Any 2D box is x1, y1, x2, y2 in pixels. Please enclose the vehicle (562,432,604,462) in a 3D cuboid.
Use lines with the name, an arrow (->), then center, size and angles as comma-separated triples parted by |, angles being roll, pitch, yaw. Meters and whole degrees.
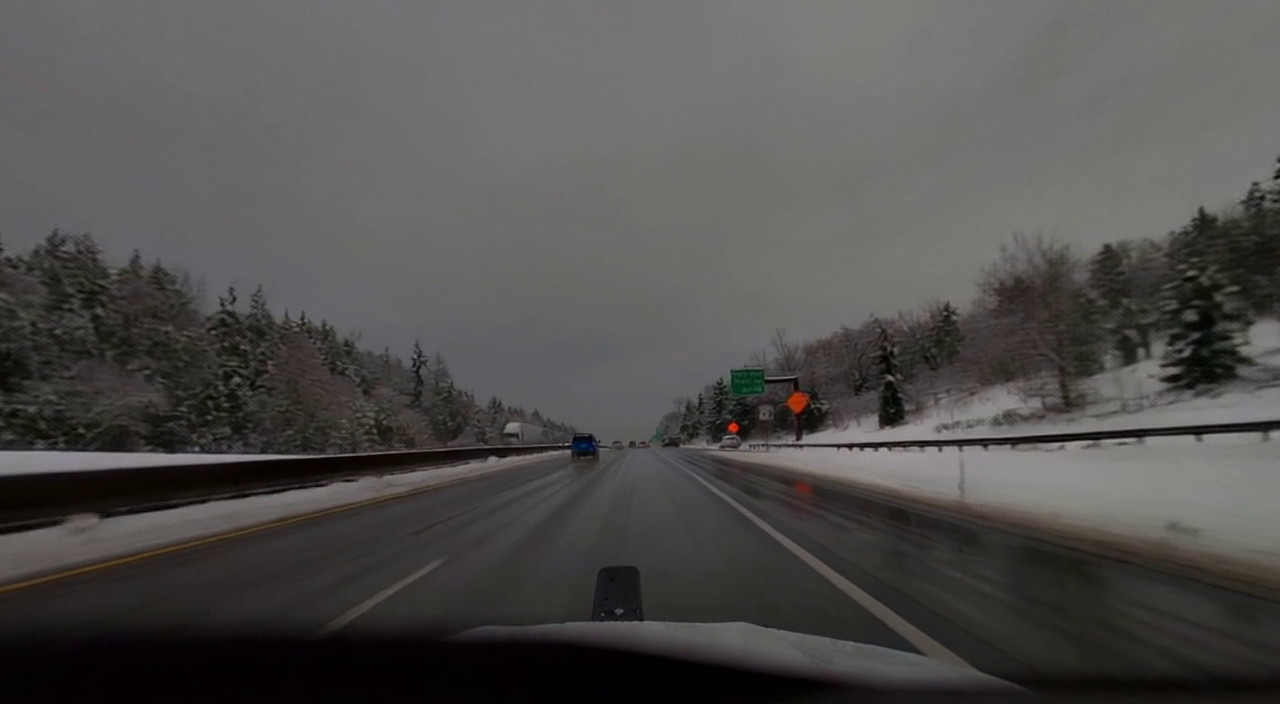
vehicle -> -3.296, 5.645, 37.278 | 2.125, 1.662, 4.336 | 0, -8, 0
